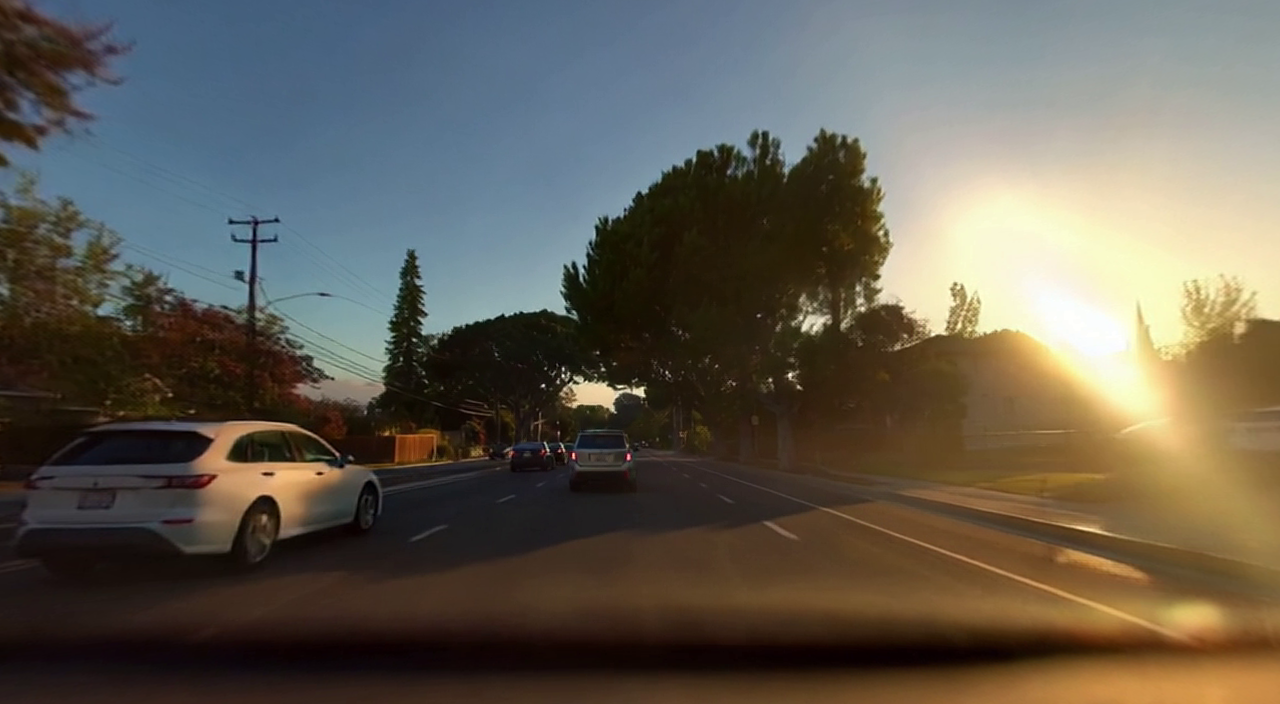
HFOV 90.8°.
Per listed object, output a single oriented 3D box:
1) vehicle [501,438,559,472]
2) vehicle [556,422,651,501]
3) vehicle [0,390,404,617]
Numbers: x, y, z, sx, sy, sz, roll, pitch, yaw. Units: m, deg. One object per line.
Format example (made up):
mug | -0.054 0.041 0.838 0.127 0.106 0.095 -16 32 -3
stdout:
vehicle | -5.287 5.009 30.948 2.014 1.493 4.658 0 -8 0
vehicle | -0.836 2.774 16.396 2.131 1.761 4.242 0 -8 -1
vehicle | -4.738 1.492 7.210 2.243 1.722 4.621 0 -8 1
